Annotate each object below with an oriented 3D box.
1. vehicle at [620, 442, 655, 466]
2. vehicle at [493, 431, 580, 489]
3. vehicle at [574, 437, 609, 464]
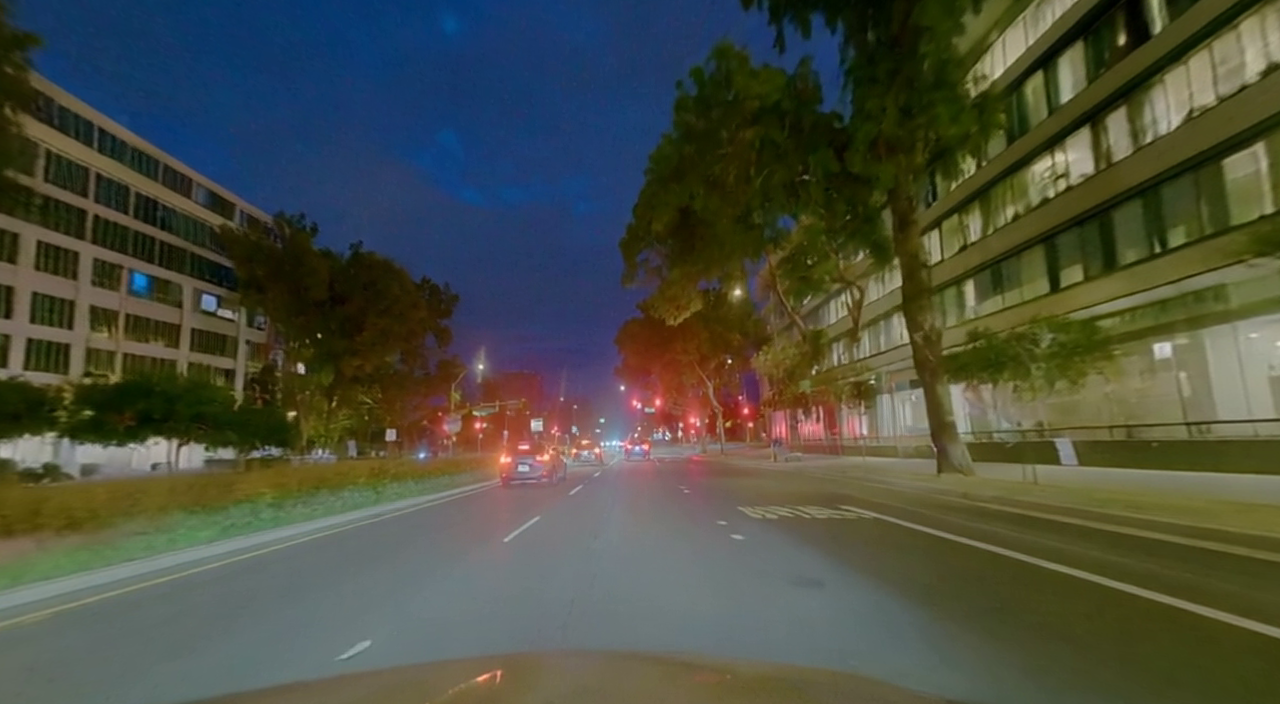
[{"bbox_3d":[-0.159,6.353,39.547,2.095,1.438,3.843,0,-8,0],"label":"vehicle"},{"bbox_3d":[-3.327,3.577,21.236,2.116,1.725,4.315,0,-8,1],"label":"vehicle"},{"bbox_3d":[-3.439,7.092,45.457,2.152,1.802,4.628,0,-9,0],"label":"vehicle"}]
